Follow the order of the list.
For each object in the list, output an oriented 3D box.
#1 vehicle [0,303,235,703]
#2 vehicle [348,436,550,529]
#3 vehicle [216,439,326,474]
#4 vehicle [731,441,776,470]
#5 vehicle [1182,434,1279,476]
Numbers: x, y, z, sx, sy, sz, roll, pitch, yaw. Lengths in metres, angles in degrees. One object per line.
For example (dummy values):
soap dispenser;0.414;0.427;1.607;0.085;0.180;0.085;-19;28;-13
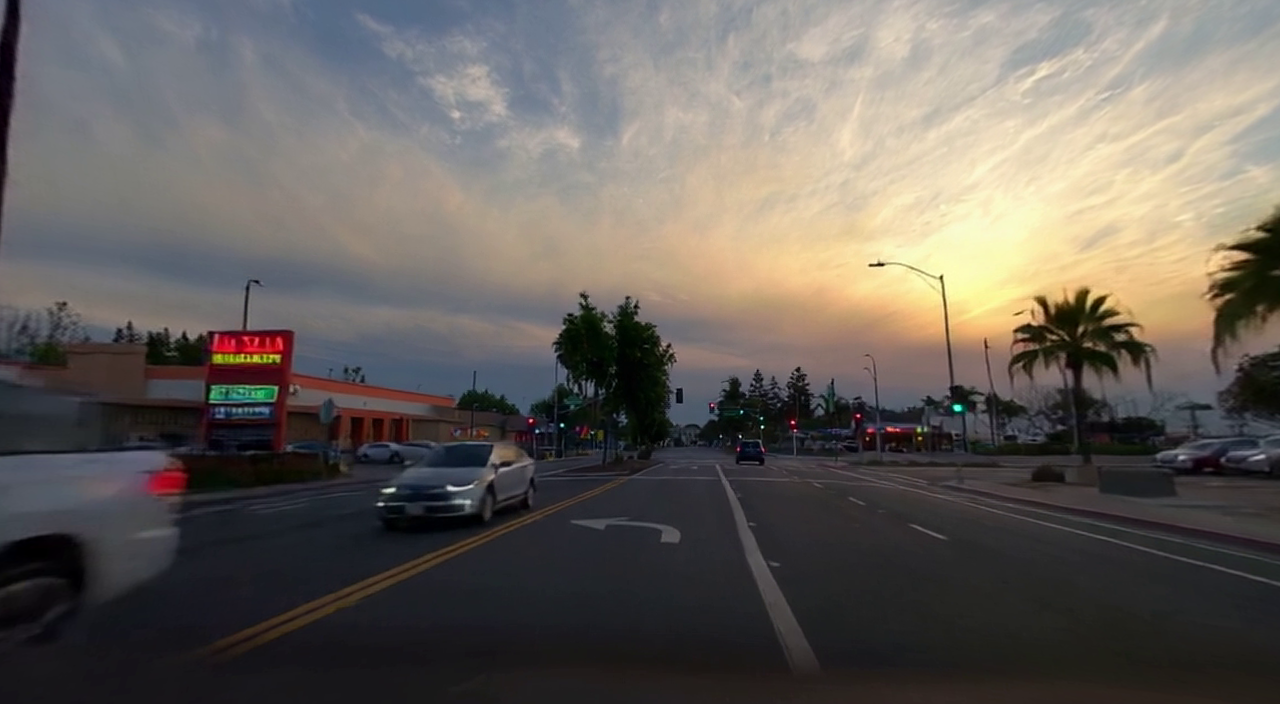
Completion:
vehicle;-4.431;0.582;1.704;2.551;1.995;5.615;-1;-9;5
vehicle;-3.492;2.495;12.767;2.090;1.489;4.909;-1;-9;6
vehicle;-17.687;5.028;30.305;4.077;1.597;1.945;0;-9;4
vehicle;6.194;5.699;34.905;2.065;1.507;4.225;-1;-9;5
vehicle;24.242;3.947;24.178;2.028;1.556;4.625;4;-9;-25
